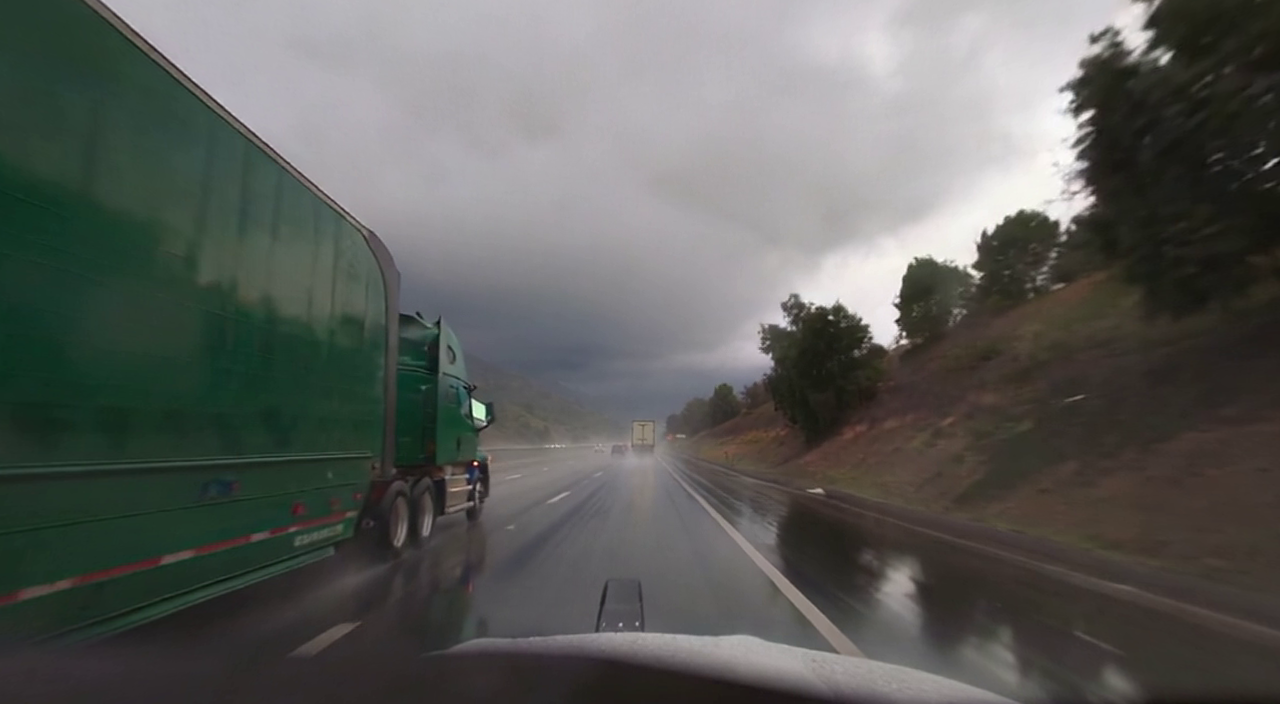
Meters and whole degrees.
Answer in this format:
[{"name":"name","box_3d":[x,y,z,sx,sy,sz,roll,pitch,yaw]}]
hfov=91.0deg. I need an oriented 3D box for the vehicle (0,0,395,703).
[{"name":"vehicle","box_3d":[-3.730,-0.184,0.551,2.789,3.271,10.894,1,-9,-1]}]
